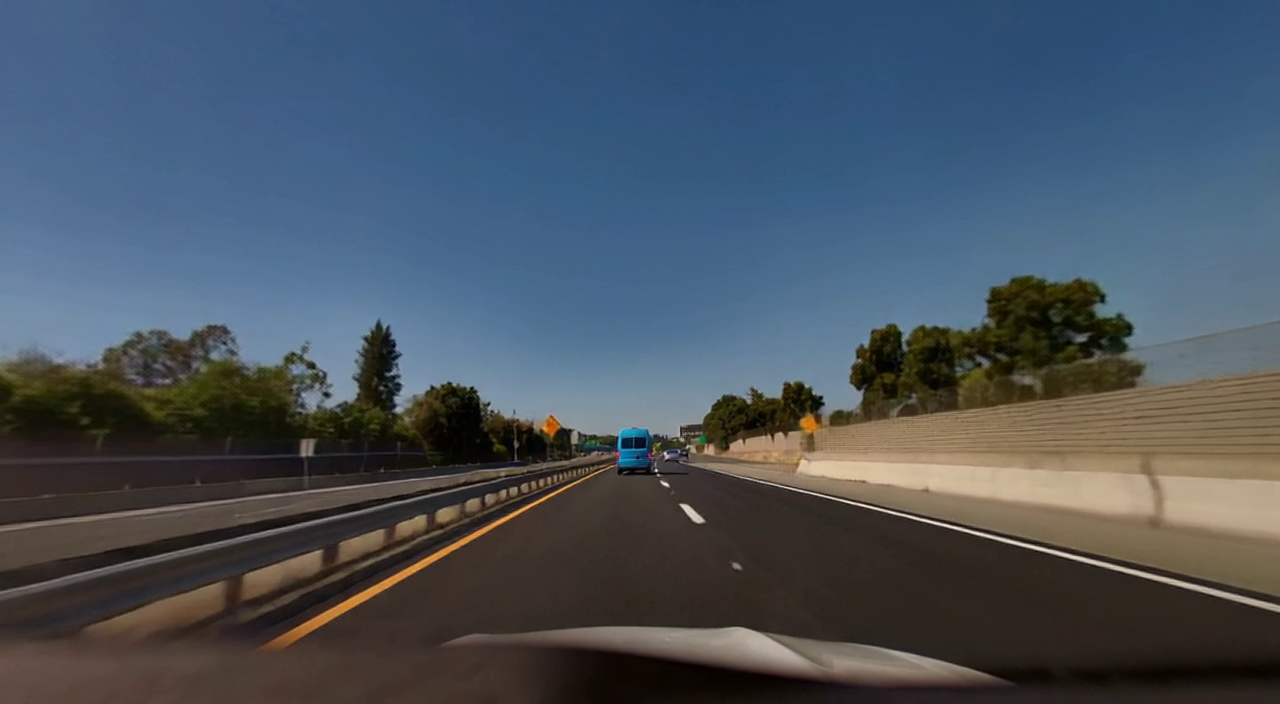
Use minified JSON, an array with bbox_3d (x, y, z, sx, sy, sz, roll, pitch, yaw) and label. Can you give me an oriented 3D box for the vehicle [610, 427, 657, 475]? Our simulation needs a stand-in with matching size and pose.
[{"bbox_3d":[-0.371,5.878,37.250,2.560,2.598,5.581,0,-9,0],"label":"vehicle"}]
